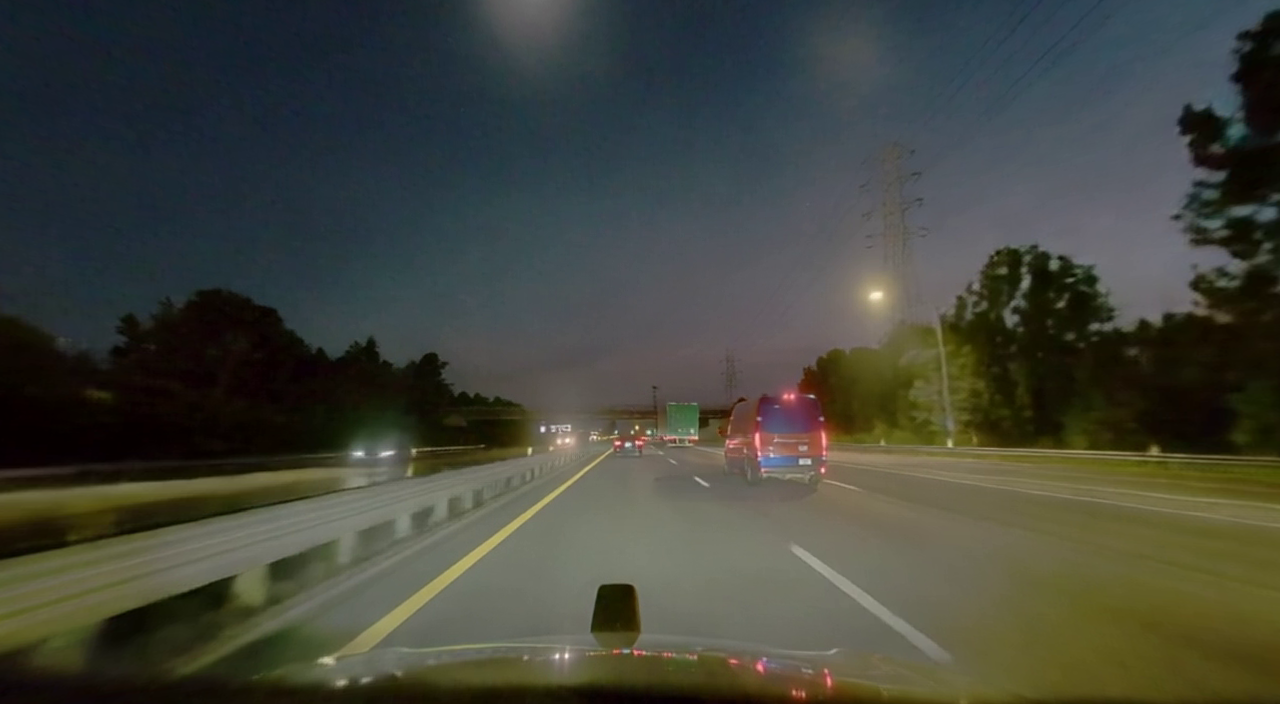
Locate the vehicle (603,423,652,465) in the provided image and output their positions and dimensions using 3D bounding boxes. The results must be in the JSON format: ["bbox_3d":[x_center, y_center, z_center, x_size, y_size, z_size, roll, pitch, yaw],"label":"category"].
[{"bbox_3d":[-0.569,4.185,28.747,2.073,1.750,4.116,0,-8,-1],"label":"vehicle"}]

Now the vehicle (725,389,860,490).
[{"bbox_3d":[4.163,2.550,18.453,2.387,2.506,5.374,0,-8,-2],"label":"vehicle"}]

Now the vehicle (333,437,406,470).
[{"bbox_3d":[-13.186,4.934,30.958,1.842,1.486,3.971,0,-8,0],"label":"vehicle"}]
